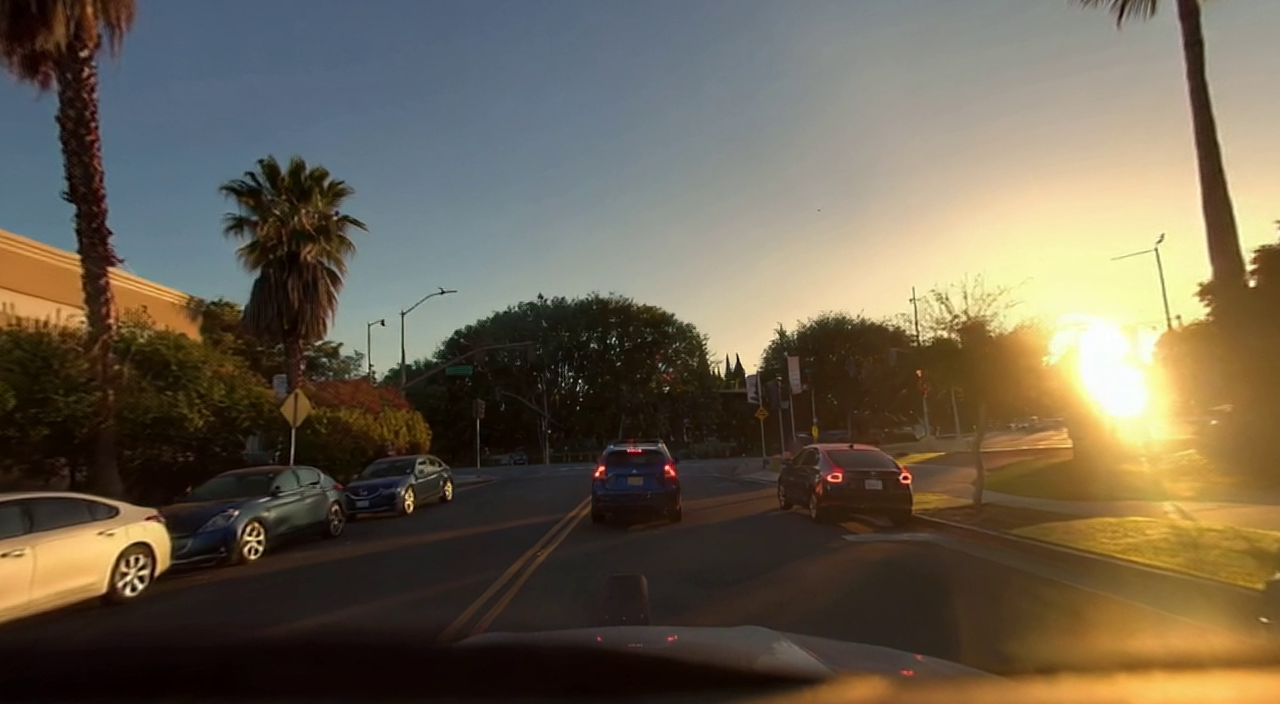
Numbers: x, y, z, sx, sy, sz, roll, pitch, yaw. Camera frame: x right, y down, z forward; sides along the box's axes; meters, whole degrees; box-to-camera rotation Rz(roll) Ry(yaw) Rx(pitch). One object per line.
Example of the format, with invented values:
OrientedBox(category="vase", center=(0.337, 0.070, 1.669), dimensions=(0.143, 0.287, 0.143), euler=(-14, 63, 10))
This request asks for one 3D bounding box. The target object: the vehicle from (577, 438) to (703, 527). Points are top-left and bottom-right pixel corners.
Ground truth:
OrientedBox(category="vehicle", center=(-0.013, 2.449, 12.449), dimensions=(2.060, 1.452, 4.078), euler=(0, -8, 0))

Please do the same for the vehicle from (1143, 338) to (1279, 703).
OrientedBox(category="vehicle", center=(3.598, 0.554, 0.543), dimensions=(2.099, 1.786, 5.198), euler=(0, -8, 1))

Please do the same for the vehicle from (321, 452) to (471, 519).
OrientedBox(category="vehicle", center=(-6.362, 3.498, 17.143), dimensions=(2.105, 1.469, 4.693), euler=(0, -8, 1))

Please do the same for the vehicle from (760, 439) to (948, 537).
OrientedBox(category="vehicle", center=(3.569, 2.325, 11.503), dimensions=(1.821, 1.417, 4.454), euler=(0, -8, -1))

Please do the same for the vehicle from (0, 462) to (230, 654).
OrientedBox(category="vehicle", center=(-6.172, 1.809, 5.704), dimensions=(1.850, 1.482, 4.454), euler=(0, -8, 1))
